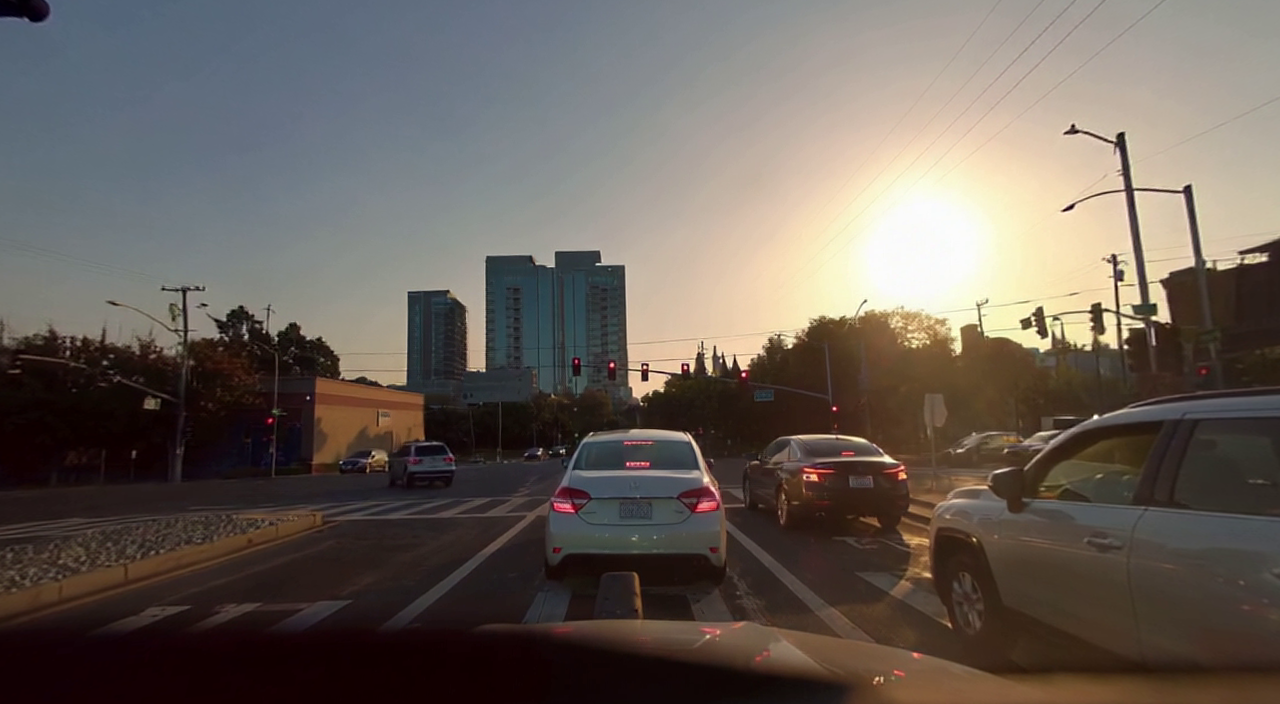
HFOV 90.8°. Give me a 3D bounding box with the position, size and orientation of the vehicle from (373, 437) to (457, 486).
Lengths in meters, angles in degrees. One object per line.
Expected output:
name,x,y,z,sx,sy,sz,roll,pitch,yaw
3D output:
vehicle,-9.484,4.527,26.446,2.021,1.837,4.448,6,-11,-36

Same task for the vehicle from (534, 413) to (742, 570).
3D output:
vehicle,-0.069,1.775,8.742,2.188,1.637,4.027,0,-8,-2

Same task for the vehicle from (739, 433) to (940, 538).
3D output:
vehicle,3.153,2.202,11.125,2.001,1.463,4.398,0,-8,-2

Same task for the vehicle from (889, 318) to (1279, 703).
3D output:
vehicle,3.007,0.860,2.649,2.103,1.701,4.294,0,-8,-1
